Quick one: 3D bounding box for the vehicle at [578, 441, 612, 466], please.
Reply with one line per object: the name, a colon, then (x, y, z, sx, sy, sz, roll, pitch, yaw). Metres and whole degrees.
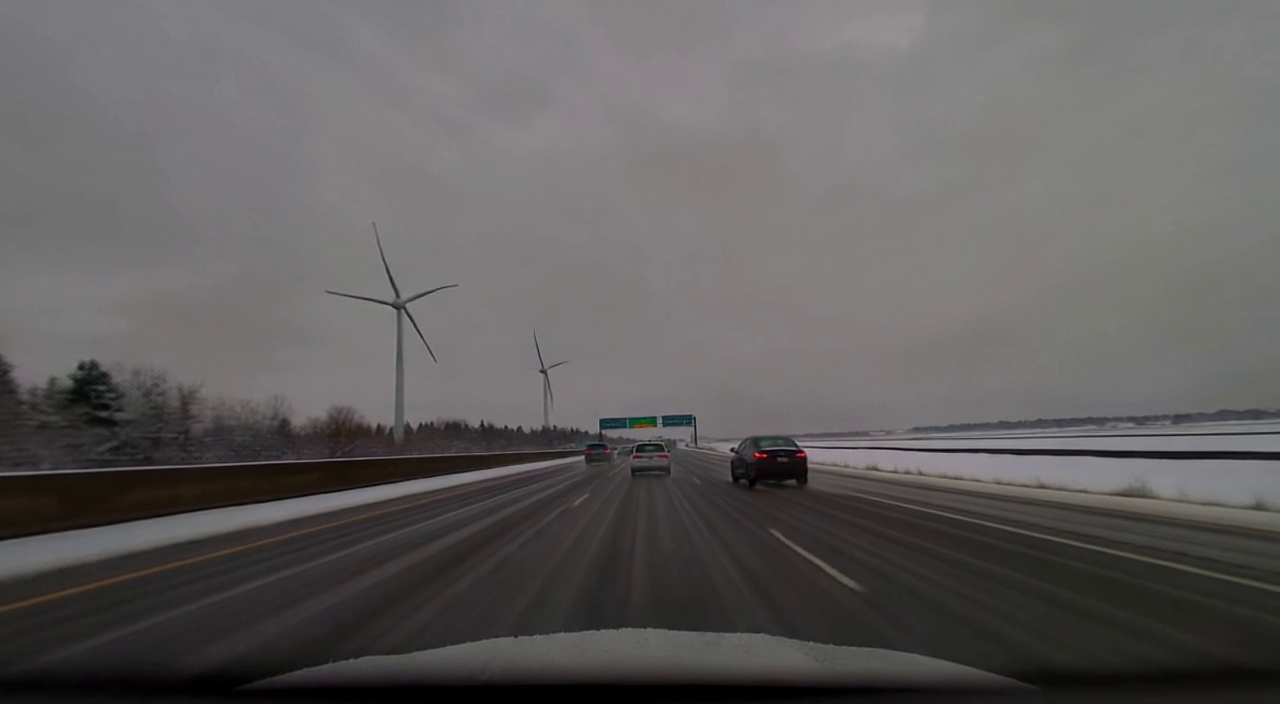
vehicle: (-3.396, 7.749, 48.229, 2.131, 1.784, 4.635, 0, -9, 1)

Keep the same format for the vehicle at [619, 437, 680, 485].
vehicle: (0.332, 4.075, 23.766, 2.083, 1.653, 3.787, 0, -9, 0)

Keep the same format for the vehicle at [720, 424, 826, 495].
vehicle: (3.880, 3.250, 19.354, 2.104, 1.861, 4.956, 0, -9, -1)
